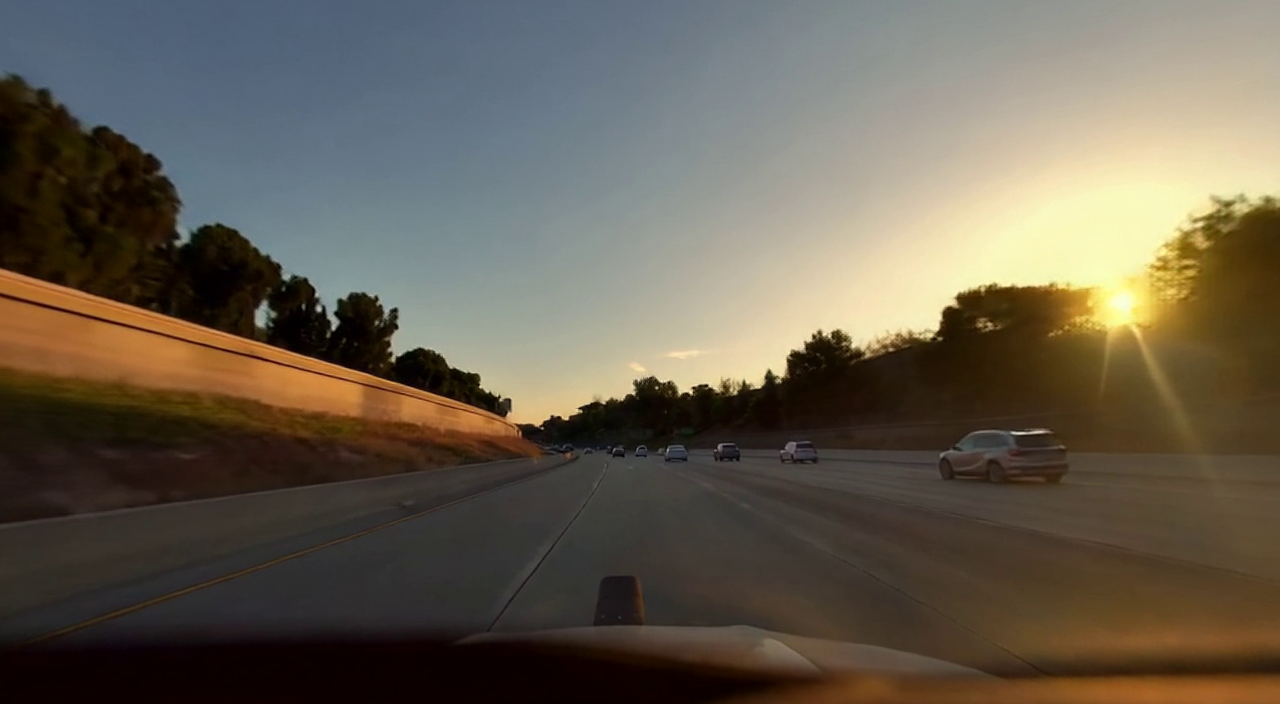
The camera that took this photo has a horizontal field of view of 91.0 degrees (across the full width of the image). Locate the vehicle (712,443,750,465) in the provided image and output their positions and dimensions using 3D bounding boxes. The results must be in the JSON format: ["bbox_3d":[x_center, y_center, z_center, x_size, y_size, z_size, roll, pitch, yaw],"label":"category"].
[{"bbox_3d":[6.577,7.382,45.946,1.904,1.488,4.299,0,-8,-3],"label":"vehicle"}]

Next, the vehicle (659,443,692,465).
[{"bbox_3d":[2.476,7.327,45.264,1.934,1.491,3.982,0,-8,-3],"label":"vehicle"}]

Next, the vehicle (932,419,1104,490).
[{"bbox_3d":[10.714,2.947,18.357,2.077,1.763,4.472,0,-8,-2],"label":"vehicle"}]

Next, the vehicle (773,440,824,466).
[{"bbox_3d":[10.379,6.635,41.531,1.987,1.546,4.271,0,-8,-4],"label":"vehicle"}]
